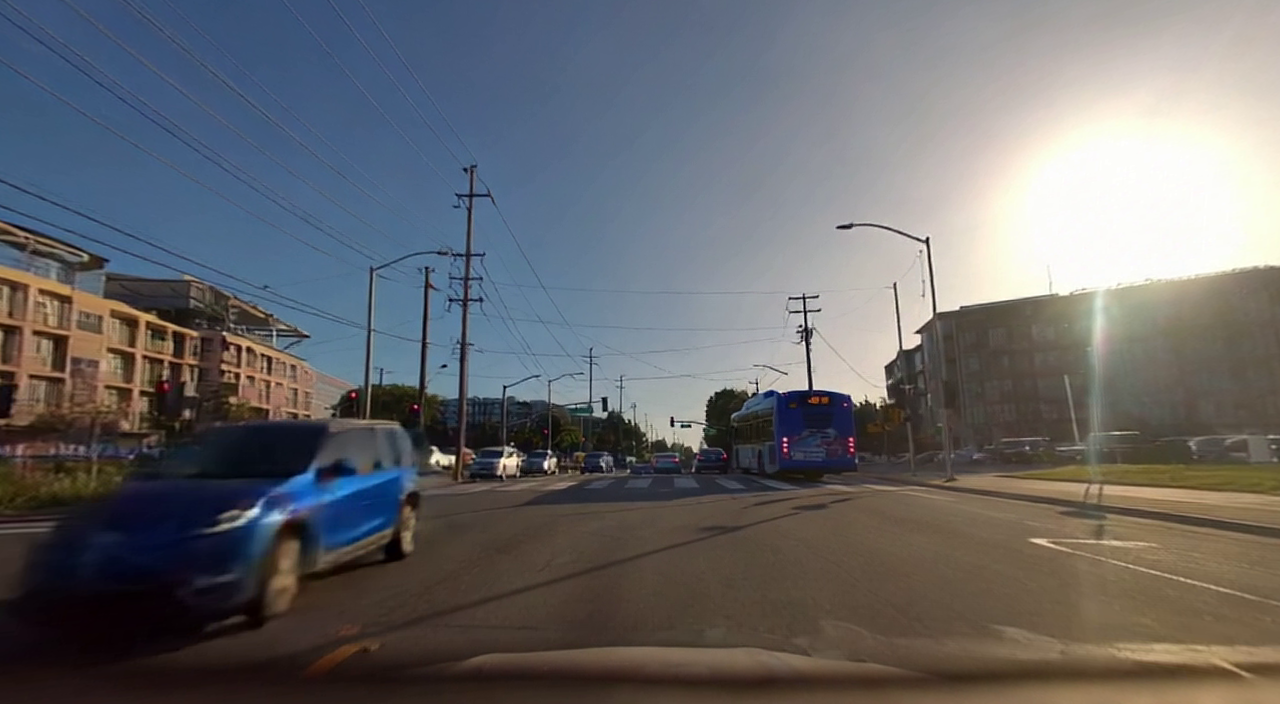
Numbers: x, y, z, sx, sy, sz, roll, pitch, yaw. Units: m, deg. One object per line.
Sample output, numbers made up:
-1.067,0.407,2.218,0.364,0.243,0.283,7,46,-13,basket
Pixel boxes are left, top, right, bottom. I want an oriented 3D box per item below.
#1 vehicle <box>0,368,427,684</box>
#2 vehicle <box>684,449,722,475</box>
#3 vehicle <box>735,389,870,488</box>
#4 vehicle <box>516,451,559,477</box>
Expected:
-3.736,1.302,5.786,2.015,1.818,4.061,-1,-8,2,vehicle
3.801,6.721,38.949,1.961,1.470,4.196,0,-8,1,vehicle
6.635,3.953,28.476,3.045,3.447,12.604,0,-8,2,vehicle
-7.232,7.951,44.991,2.011,1.672,4.637,-1,-8,4,vehicle
